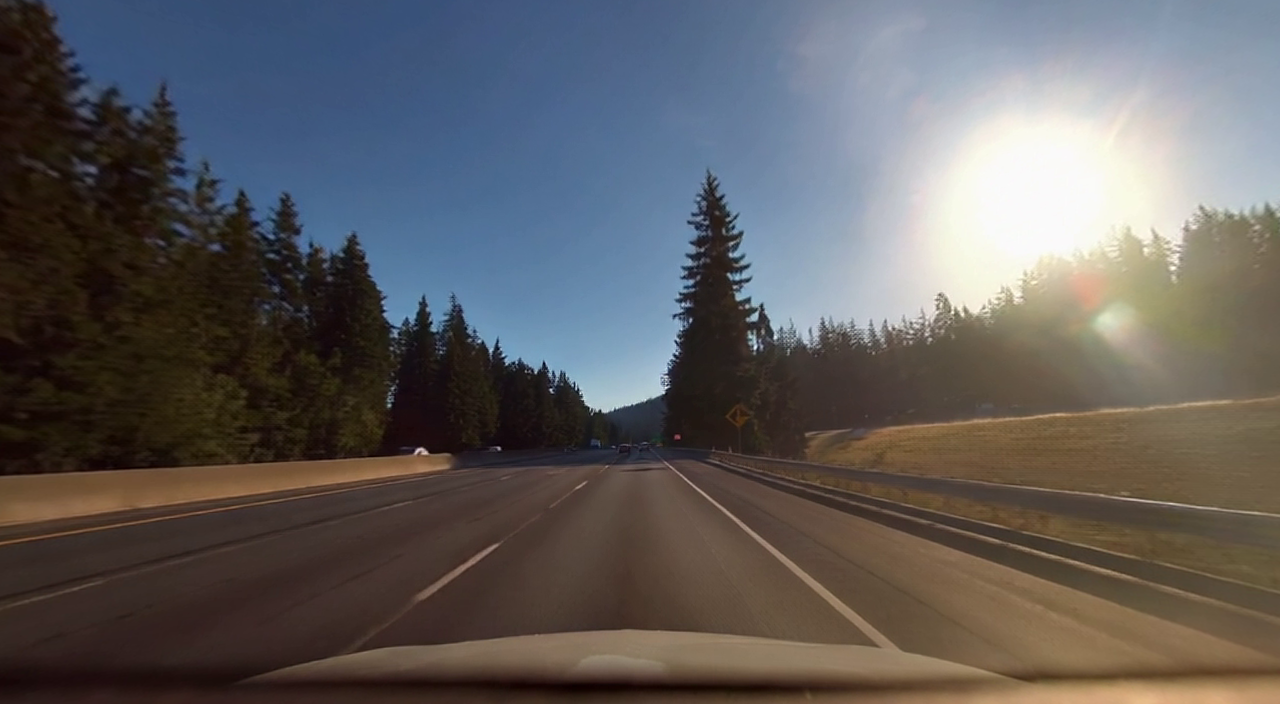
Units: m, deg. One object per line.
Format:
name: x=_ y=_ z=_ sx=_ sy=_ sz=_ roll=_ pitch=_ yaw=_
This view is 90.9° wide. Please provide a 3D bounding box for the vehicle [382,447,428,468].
vehicle: x=-17.463 y=7.832 z=47.113 sx=1.785 sy=1.450 sz=4.263 roll=0 pitch=-8 yaw=0
